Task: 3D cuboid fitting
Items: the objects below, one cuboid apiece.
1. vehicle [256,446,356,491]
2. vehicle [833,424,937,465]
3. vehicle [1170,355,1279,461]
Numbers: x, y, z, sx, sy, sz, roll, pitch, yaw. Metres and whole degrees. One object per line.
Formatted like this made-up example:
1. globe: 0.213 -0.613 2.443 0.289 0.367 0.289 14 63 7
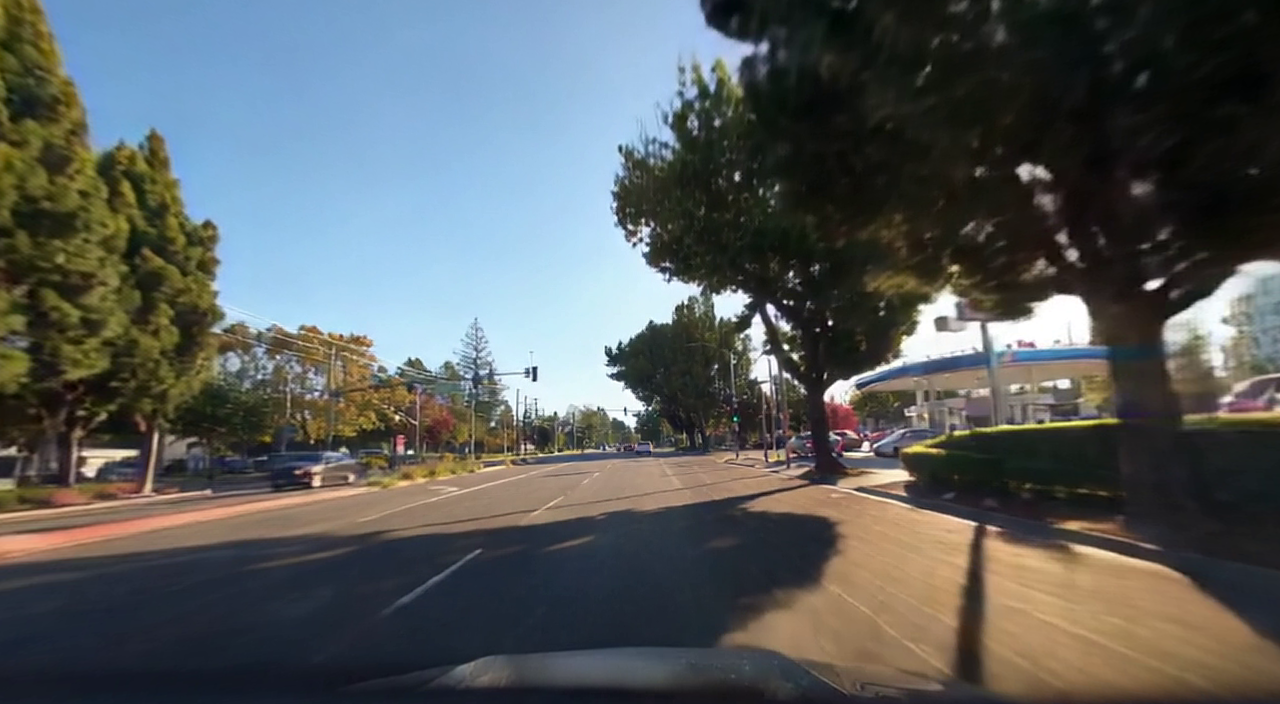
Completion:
1. vehicle: -15.437 5.373 29.456 2.028 1.850 4.746 -2 -9 1
2. vehicle: 13.621 5.179 35.279 4.821 1.788 2.132 -5 -8 1
3. vehicle: 24.033 2.028 22.285 7.750 3.426 3.178 0 -9 -5
